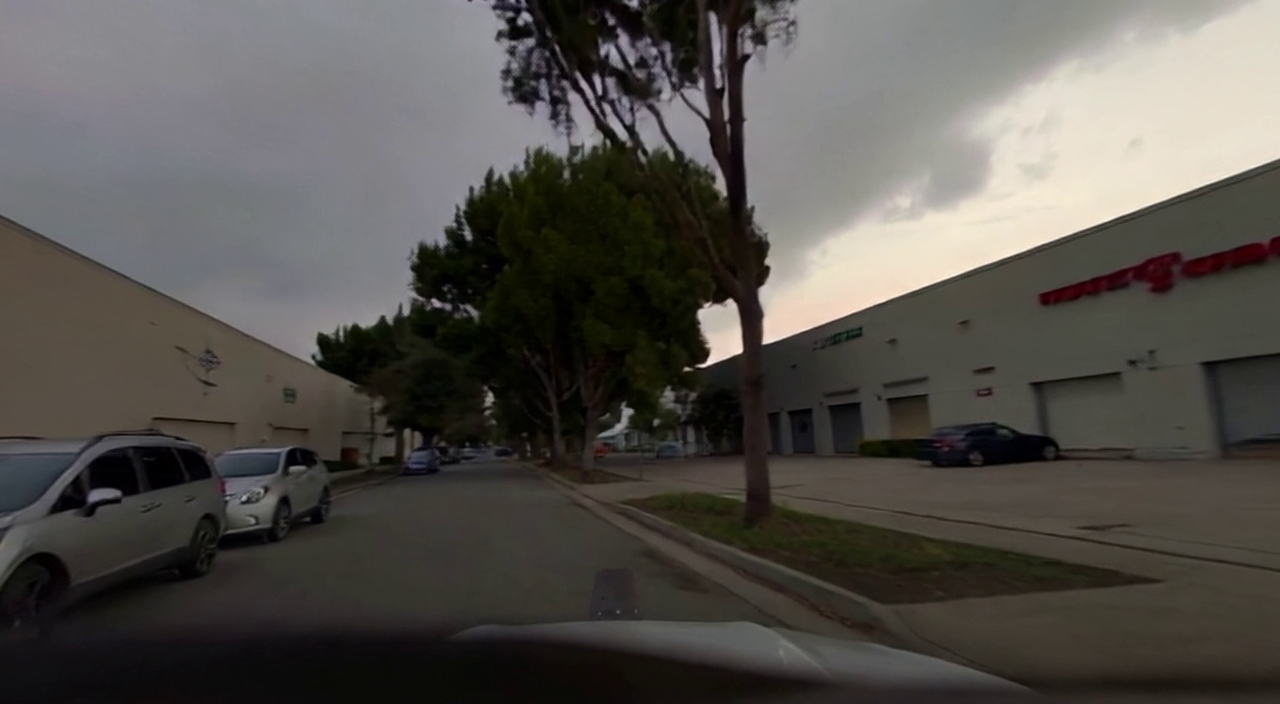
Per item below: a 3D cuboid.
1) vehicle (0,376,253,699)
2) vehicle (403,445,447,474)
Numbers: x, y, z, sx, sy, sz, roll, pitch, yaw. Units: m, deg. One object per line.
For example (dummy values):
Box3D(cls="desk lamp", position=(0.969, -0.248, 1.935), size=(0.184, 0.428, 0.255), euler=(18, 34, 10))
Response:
Box3D(cls="vehicle", position=(-4.894, 1.323, 4.982), size=(1.902, 1.712, 4.729), euler=(-1, -9, -16))
Box3D(cls="vehicle", position=(-12.984, 6.538, 38.218), size=(2.040, 1.501, 4.440), euler=(-2, -9, -13))
